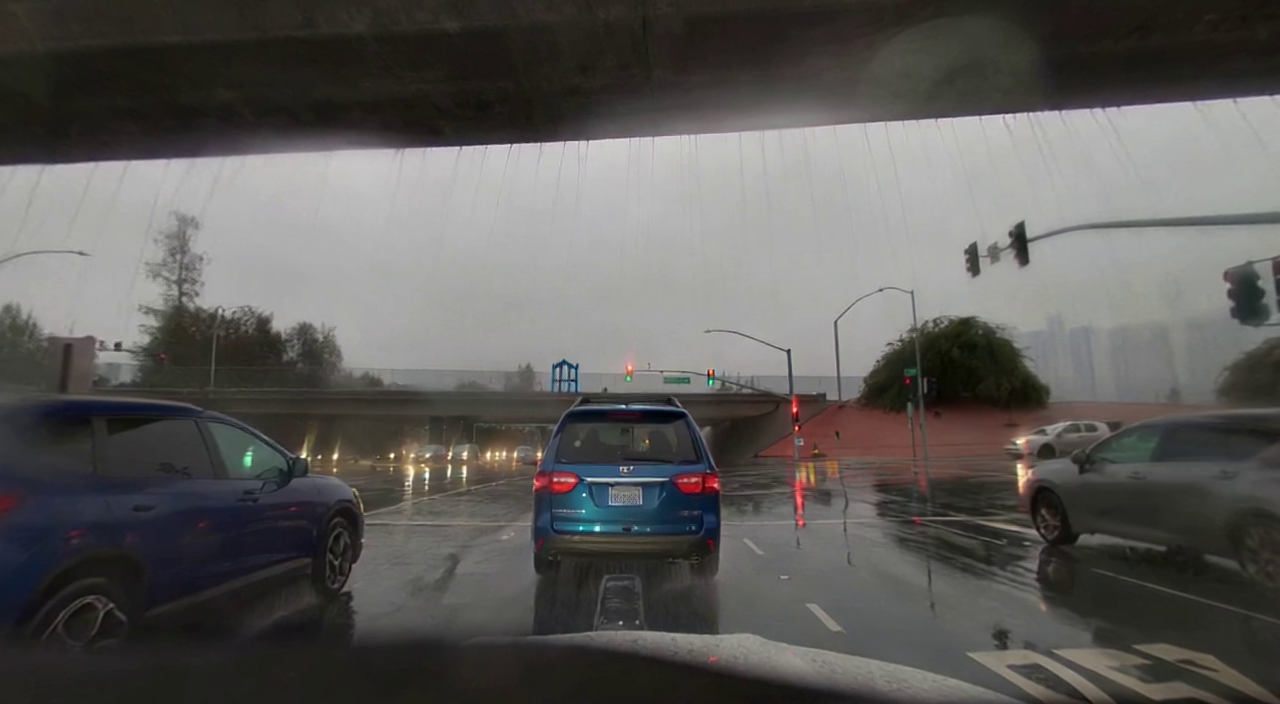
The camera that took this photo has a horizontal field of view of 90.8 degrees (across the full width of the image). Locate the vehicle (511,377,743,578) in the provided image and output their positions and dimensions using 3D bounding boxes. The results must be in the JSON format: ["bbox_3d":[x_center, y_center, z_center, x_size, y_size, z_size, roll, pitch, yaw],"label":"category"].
[{"bbox_3d":[-0.219,1.601,8.822,2.342,2.026,4.642,0,-8,-2],"label":"vehicle"}]

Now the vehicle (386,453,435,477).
[{"bbox_3d":[-16.272,7.987,45.038,1.859,1.542,4.657,0,-8,-1],"label":"vehicle"}]

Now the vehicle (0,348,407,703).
[{"bbox_3d":[-3.746,1.203,4.937,2.060,1.768,4.681,0,-8,0],"label":"vehicle"}]

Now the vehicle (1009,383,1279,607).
[{"bbox_3d":[6.207,1.372,6.591,2.074,1.785,4.320,0,-8,0],"label":"vehicle"}]
